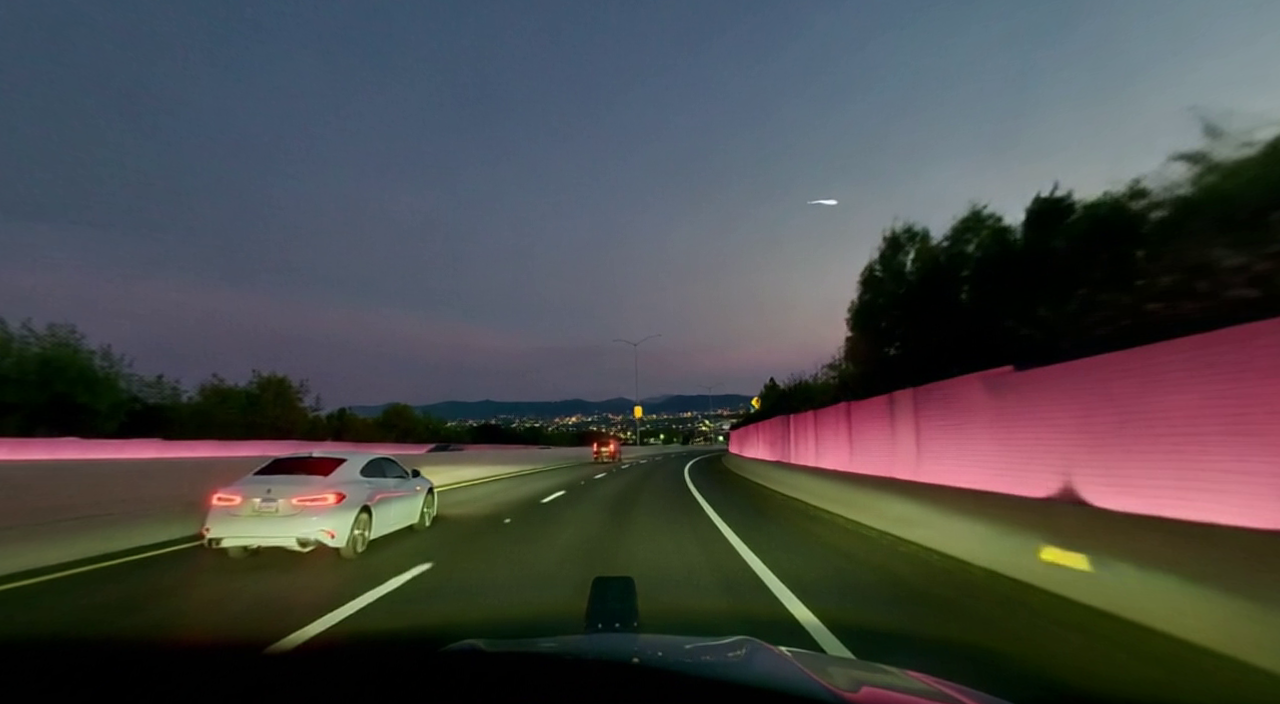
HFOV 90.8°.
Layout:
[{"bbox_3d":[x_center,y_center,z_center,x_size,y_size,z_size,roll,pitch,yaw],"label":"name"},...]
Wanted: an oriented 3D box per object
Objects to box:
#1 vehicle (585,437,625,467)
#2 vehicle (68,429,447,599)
[{"bbox_3d":[-2.041,5.981,37.710,1.833,1.697,3.984,-1,-9,5],"label":"vehicle"},{"bbox_3d":[-3.894,1.699,7.526,1.746,1.405,4.339,0,-9,1],"label":"vehicle"}]
